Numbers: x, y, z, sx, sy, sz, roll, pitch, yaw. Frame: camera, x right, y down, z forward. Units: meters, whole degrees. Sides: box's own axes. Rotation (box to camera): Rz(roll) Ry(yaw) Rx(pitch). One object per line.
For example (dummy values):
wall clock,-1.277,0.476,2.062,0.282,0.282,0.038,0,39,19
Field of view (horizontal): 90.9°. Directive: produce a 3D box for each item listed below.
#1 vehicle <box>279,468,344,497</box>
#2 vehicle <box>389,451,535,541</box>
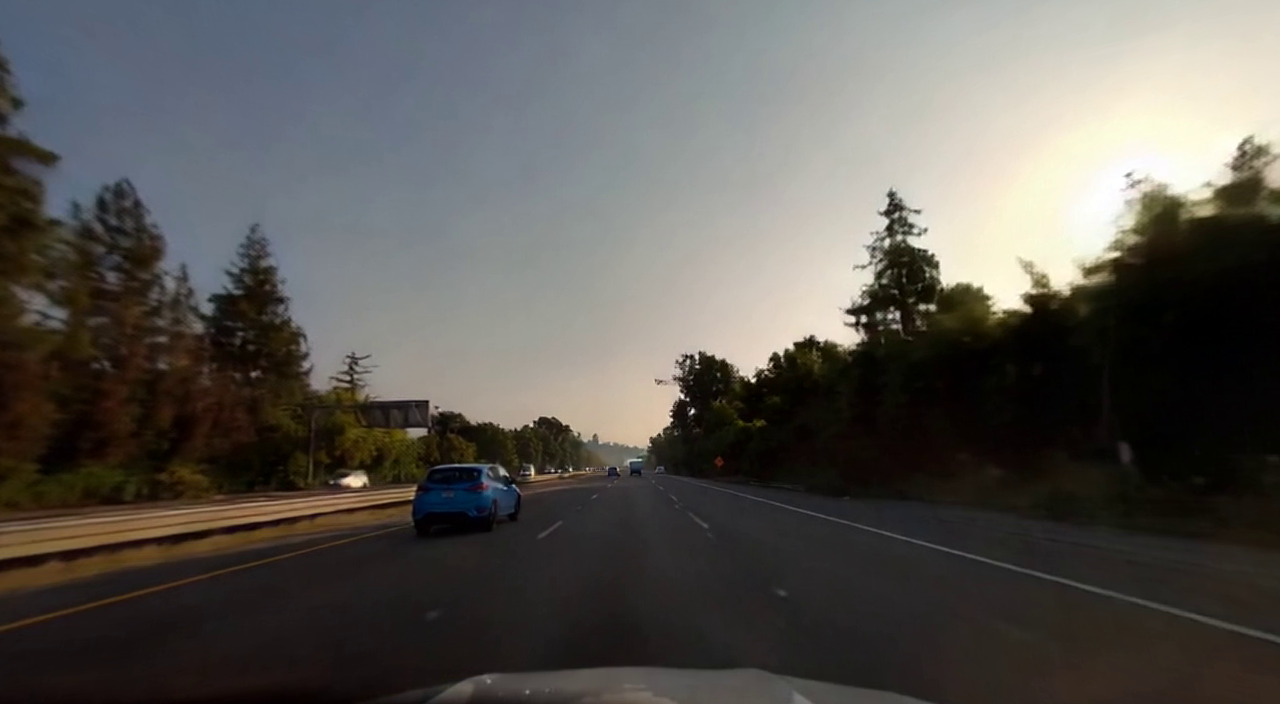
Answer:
vehicle,-16.007,6.353,30.867,1.466,1.333,3.189,1,-10,-1
vehicle,-3.483,2.919,13.185,1.797,1.532,4.072,1,-10,1
